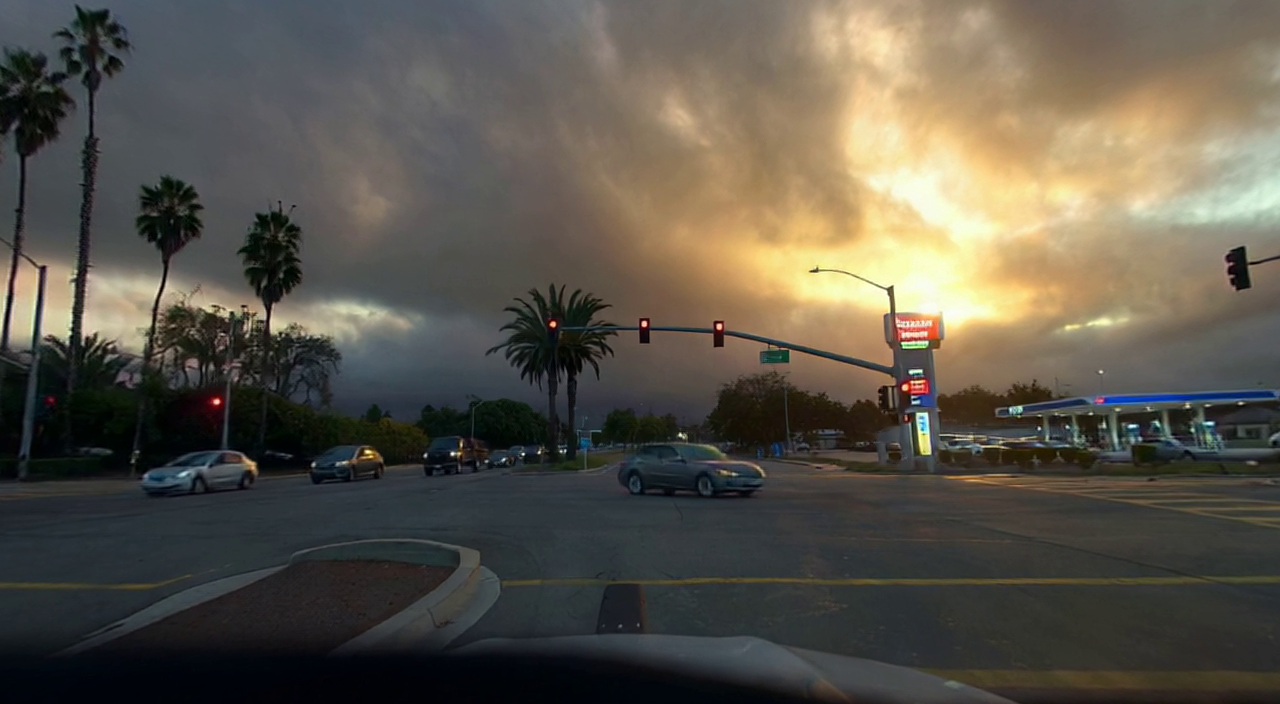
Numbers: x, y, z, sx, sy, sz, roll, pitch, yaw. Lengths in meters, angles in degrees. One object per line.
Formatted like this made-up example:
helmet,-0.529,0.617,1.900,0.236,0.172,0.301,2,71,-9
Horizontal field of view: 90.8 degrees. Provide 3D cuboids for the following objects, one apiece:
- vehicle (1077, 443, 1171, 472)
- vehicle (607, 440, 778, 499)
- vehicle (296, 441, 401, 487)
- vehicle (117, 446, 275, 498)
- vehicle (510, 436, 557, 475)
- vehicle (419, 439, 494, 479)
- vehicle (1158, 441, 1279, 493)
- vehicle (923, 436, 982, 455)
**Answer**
vehicle,24.268,5.295,31.735,3.474,1.376,1.538,0,-9,-2
vehicle,1.384,3.280,18.065,4.579,1.464,1.983,-8,-12,41
vehicle,-11.861,4.560,26.137,1.973,1.712,4.872,0,-9,0
vehicle,-15.168,4.096,21.991,2.099,1.590,4.625,0,-9,0
vehicle,-5.124,5.054,31.036,1.929,1.719,4.892,1,-9,-6
vehicle,-8.498,4.980,29.696,2.124,1.701,4.551,0,-9,0
vehicle,18.719,3.401,18.816,5.015,1.446,1.862,0,-9,-3
vehicle,22.549,6.760,45.657,3.356,1.395,1.559,0,-9,-1
